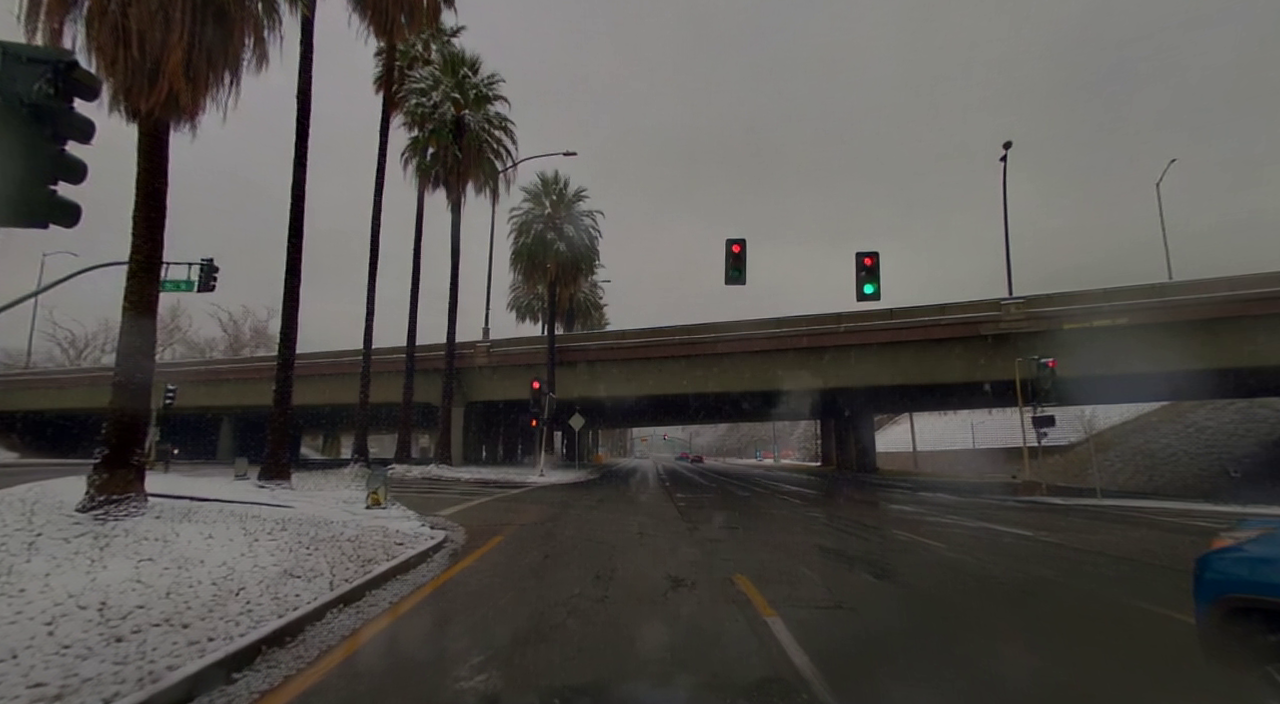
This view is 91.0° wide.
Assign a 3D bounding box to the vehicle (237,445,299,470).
[{"bbox_3d":[-26.245,7.421,44.565,1.941,1.631,4.017,0,-9,0],"label":"vehicle"}]

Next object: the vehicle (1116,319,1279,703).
[{"bbox_3d":[3.469,0.518,0.782,2.028,1.770,4.737,0,-9,0],"label":"vehicle"}]

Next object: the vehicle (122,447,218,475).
[{"bbox_3d":[-26.536,6.164,35.767,1.830,1.443,4.551,0,-9,2],"label":"vehicle"}]
